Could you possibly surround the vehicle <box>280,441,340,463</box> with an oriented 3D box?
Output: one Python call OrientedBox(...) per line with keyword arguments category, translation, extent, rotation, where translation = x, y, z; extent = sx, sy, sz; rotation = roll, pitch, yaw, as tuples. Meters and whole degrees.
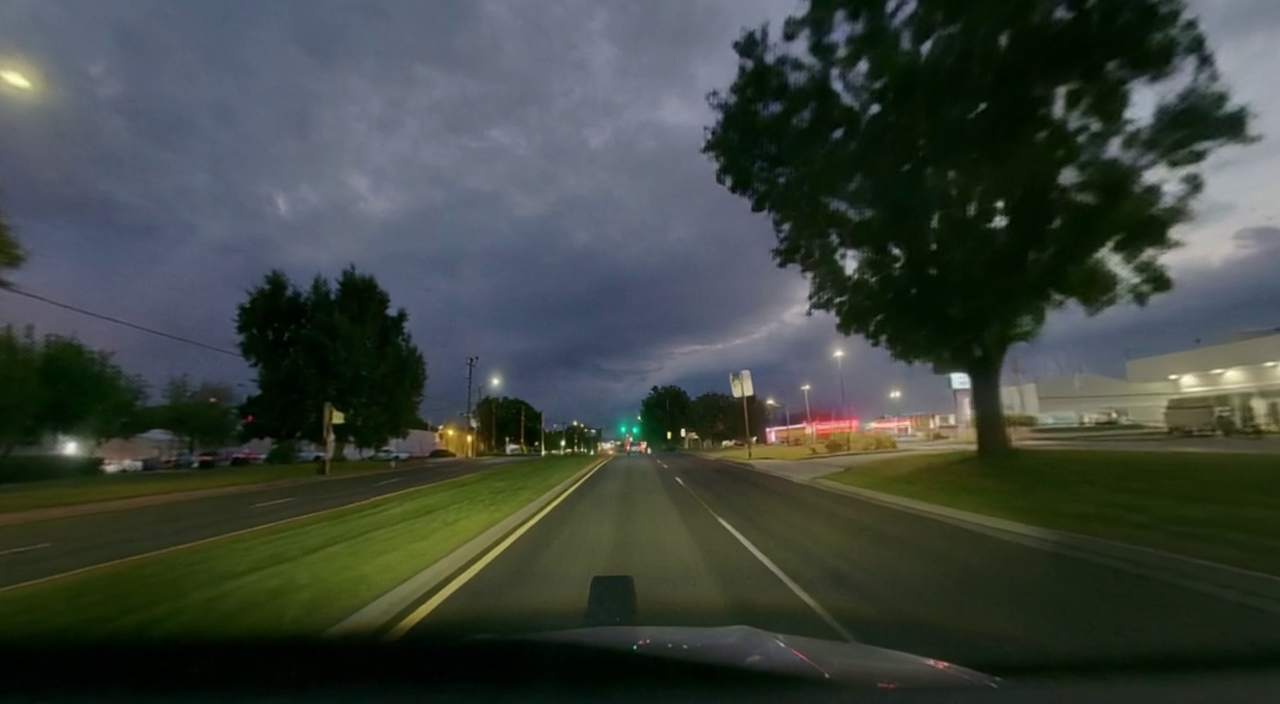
OrientedBox(category="vehicle", translation=(-23.556, 7.115, 45.315), extent=(1.815, 1.460, 4.642), rotation=(0, -8, 0))
